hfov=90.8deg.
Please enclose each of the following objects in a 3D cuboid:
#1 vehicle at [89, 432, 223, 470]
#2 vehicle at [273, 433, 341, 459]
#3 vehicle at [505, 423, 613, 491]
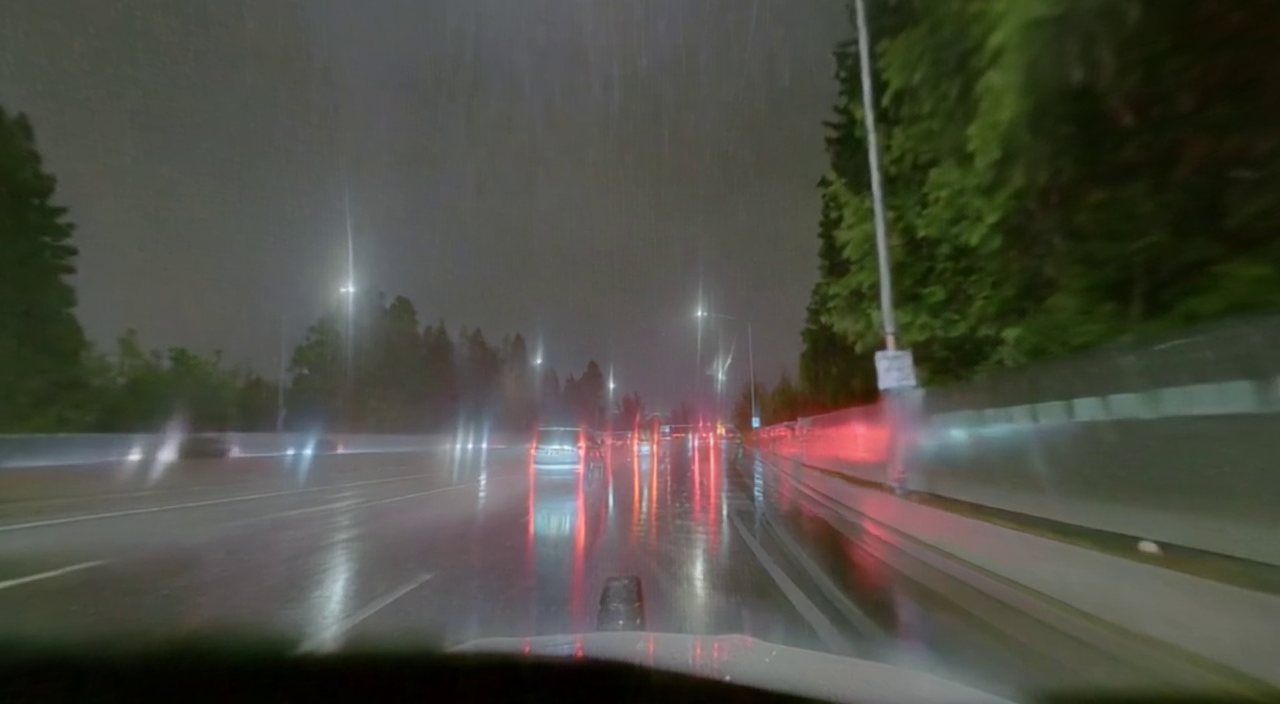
[{"bbox_3d":[-20.104,4.117,26.537,1.795,1.454,4.467,0,-8,5],"label":"vehicle"},{"bbox_3d":[-22.101,6.264,42.108,1.852,1.614,4.189,0,-8,7],"label":"vehicle"},{"bbox_3d":[-2.107,2.902,17.959,2.082,1.638,4.644,0,-8,5],"label":"vehicle"}]
